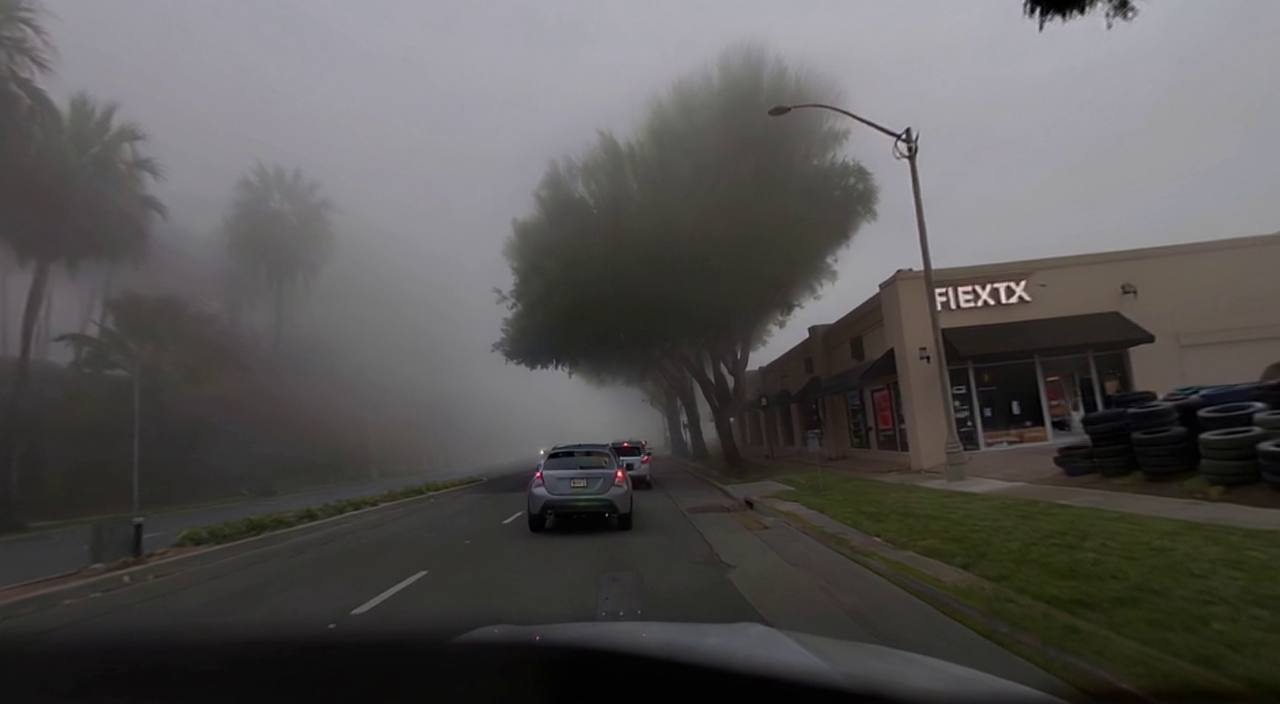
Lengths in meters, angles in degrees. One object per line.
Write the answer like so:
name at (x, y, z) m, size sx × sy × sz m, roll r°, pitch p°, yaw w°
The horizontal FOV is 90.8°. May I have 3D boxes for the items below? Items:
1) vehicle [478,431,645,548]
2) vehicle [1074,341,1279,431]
vehicle at (-1.065, 2.090, 10.316) m, size 2.169 × 1.495 × 4.048 m, roll 0°, pitch -8°, yaw -1°
vehicle at (13.347, 0.988, 15.543) m, size 1.854 × 1.693 × 4.798 m, roll -1°, pitch -9°, yaw 0°
